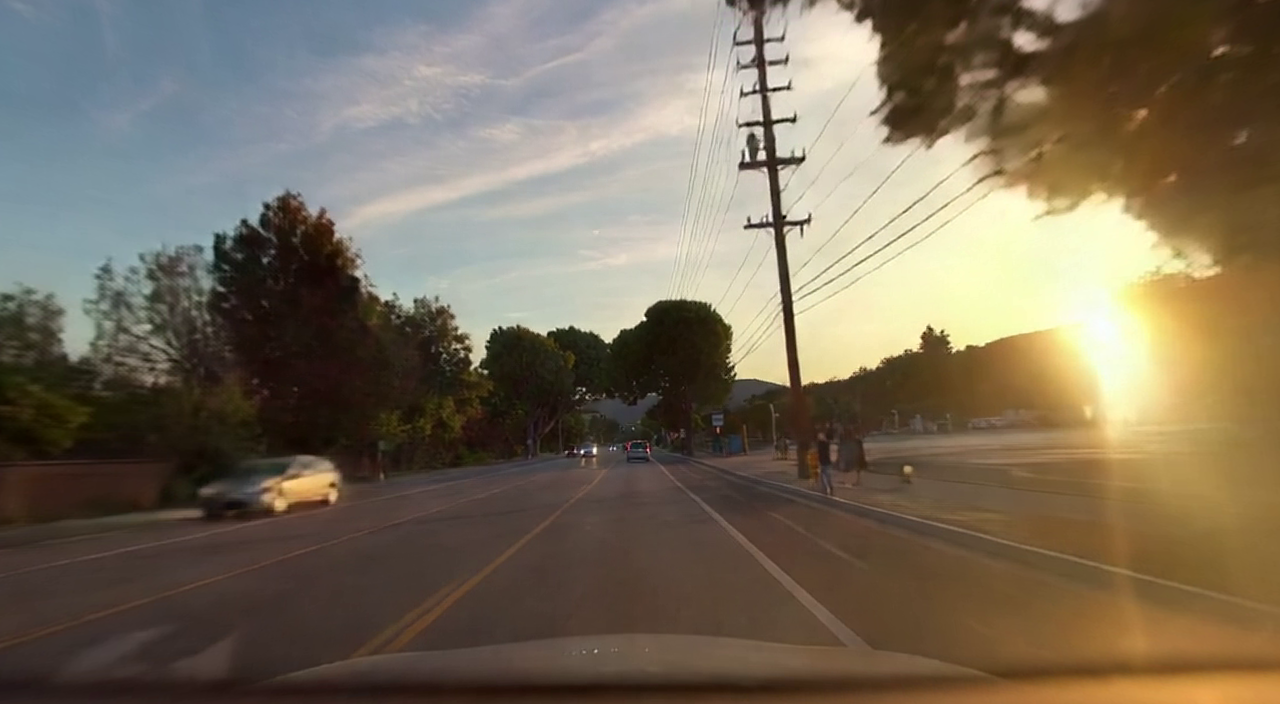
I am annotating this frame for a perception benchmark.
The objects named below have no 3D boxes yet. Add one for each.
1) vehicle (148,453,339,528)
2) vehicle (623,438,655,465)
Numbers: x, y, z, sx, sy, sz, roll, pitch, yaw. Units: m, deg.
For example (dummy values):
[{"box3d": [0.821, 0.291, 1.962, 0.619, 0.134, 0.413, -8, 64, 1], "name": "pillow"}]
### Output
[{"box3d": [-9.265, 3.230, 15.296, 1.867, 1.456, 4.251, -1, -8, 0], "name": "vehicle"}, {"box3d": [-0.077, 7.039, 44.756, 2.163, 1.746, 4.073, 0, -8, 0], "name": "vehicle"}]
